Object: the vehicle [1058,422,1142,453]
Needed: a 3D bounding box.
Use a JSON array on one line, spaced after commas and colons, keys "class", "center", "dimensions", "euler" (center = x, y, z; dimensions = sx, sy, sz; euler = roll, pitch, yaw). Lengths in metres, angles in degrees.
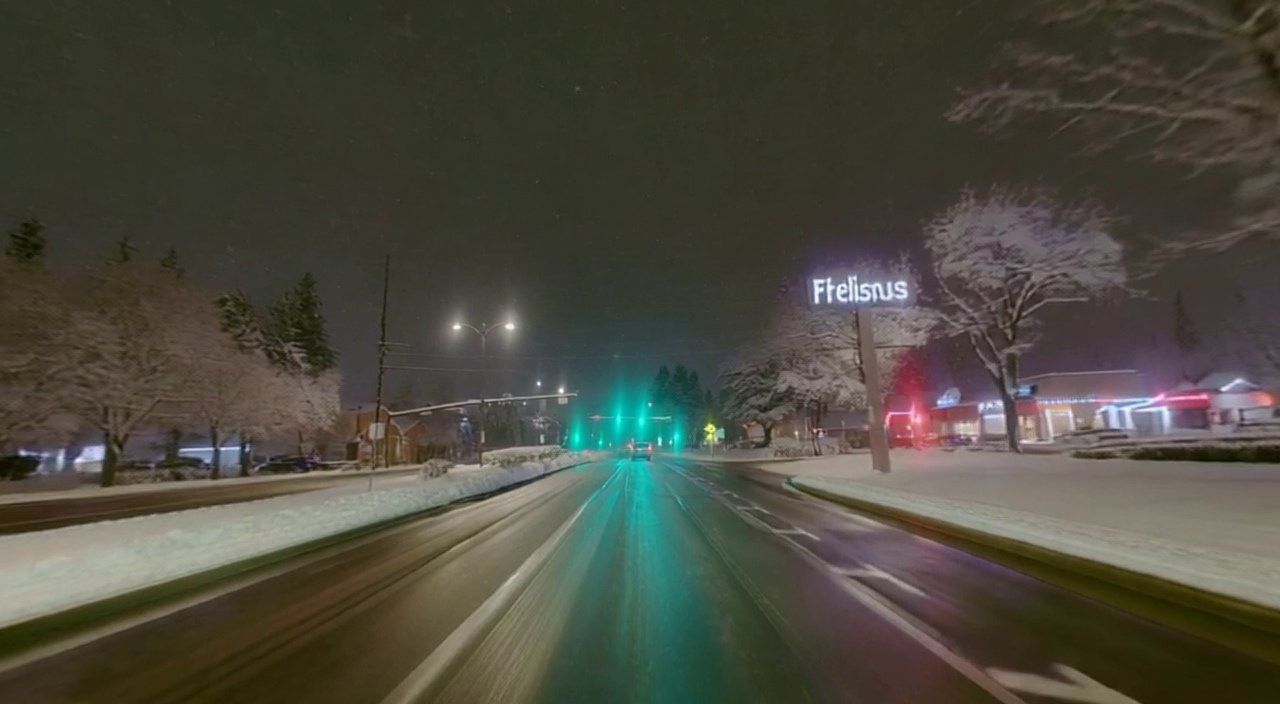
[{"class": "vehicle", "center": [31.193, 5.881, 43.062], "dimensions": [1.966, 1.767, 4.697], "euler": [-4, -10, -2]}]
